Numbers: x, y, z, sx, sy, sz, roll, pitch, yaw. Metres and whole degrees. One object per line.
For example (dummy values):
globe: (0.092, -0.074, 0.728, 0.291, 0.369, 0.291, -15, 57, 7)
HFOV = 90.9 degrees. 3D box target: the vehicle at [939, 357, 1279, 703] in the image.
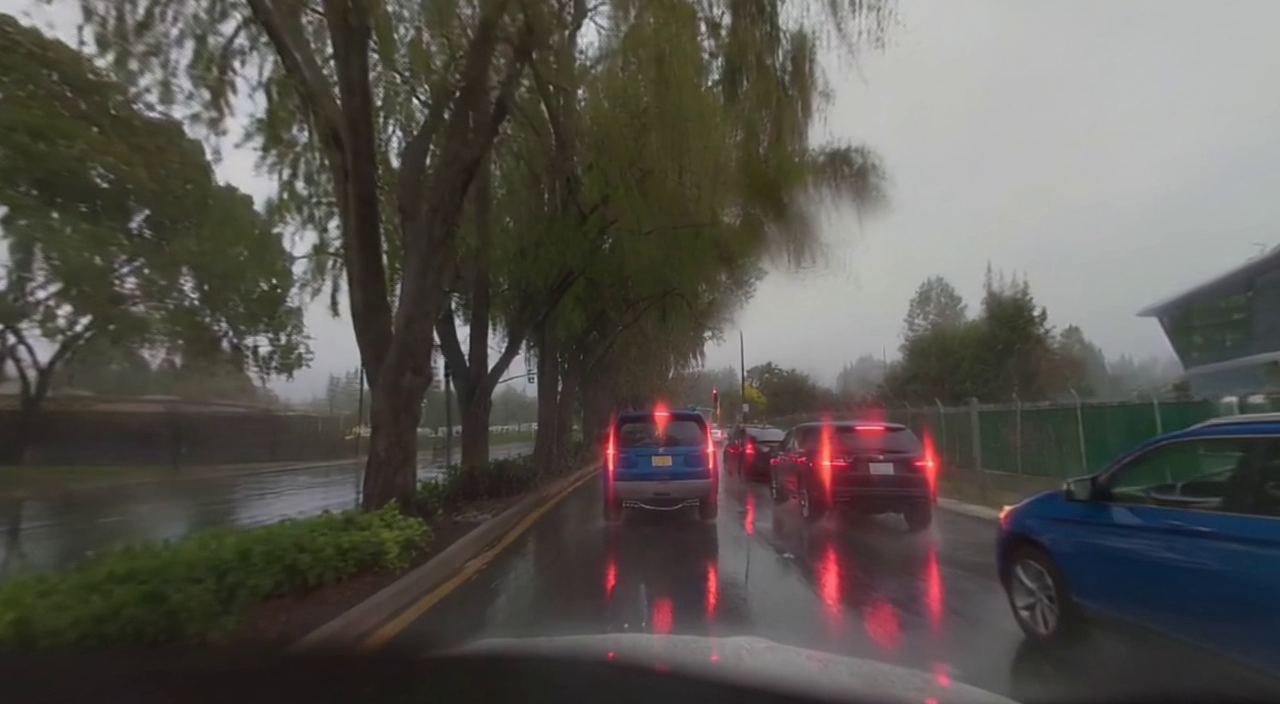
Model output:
vehicle: (3.554, 0.911, 2.712, 2.138, 1.699, 4.852, 0, -8, 0)

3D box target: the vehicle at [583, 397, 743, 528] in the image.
vehicle: (0.362, 1.967, 11.600, 2.386, 1.947, 4.168, 0, -9, 1)

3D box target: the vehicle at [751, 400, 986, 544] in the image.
vehicle: (3.598, 2.034, 11.331, 2.238, 1.958, 5.250, 0, -9, 0)
